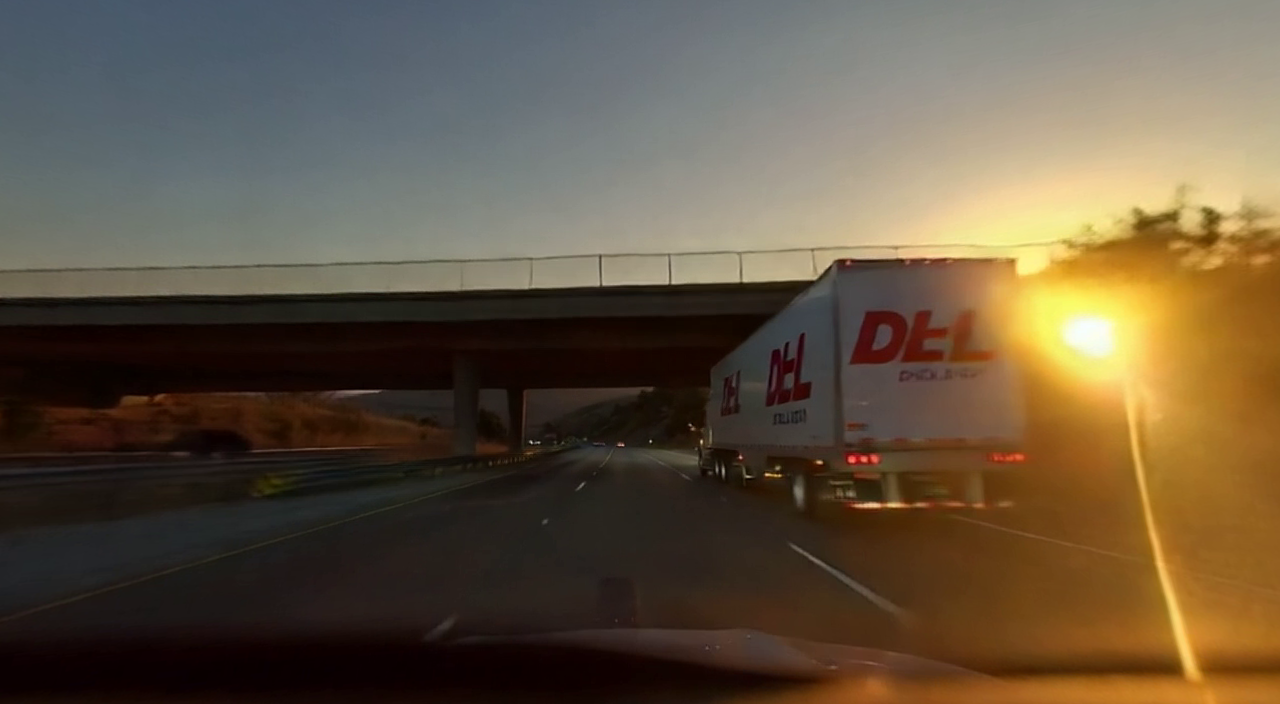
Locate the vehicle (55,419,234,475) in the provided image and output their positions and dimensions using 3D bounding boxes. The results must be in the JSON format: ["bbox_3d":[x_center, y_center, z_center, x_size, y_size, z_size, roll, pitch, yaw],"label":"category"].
[{"bbox_3d":[-15.126,2.942,19.647,1.880,1.528,4.663,0,-8,-2],"label":"vehicle"}]

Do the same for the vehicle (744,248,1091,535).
[{"bbox_3d":[4.428,1.056,12.718,2.880,3.918,8.254,0,-8,-2],"label":"vehicle"}]
